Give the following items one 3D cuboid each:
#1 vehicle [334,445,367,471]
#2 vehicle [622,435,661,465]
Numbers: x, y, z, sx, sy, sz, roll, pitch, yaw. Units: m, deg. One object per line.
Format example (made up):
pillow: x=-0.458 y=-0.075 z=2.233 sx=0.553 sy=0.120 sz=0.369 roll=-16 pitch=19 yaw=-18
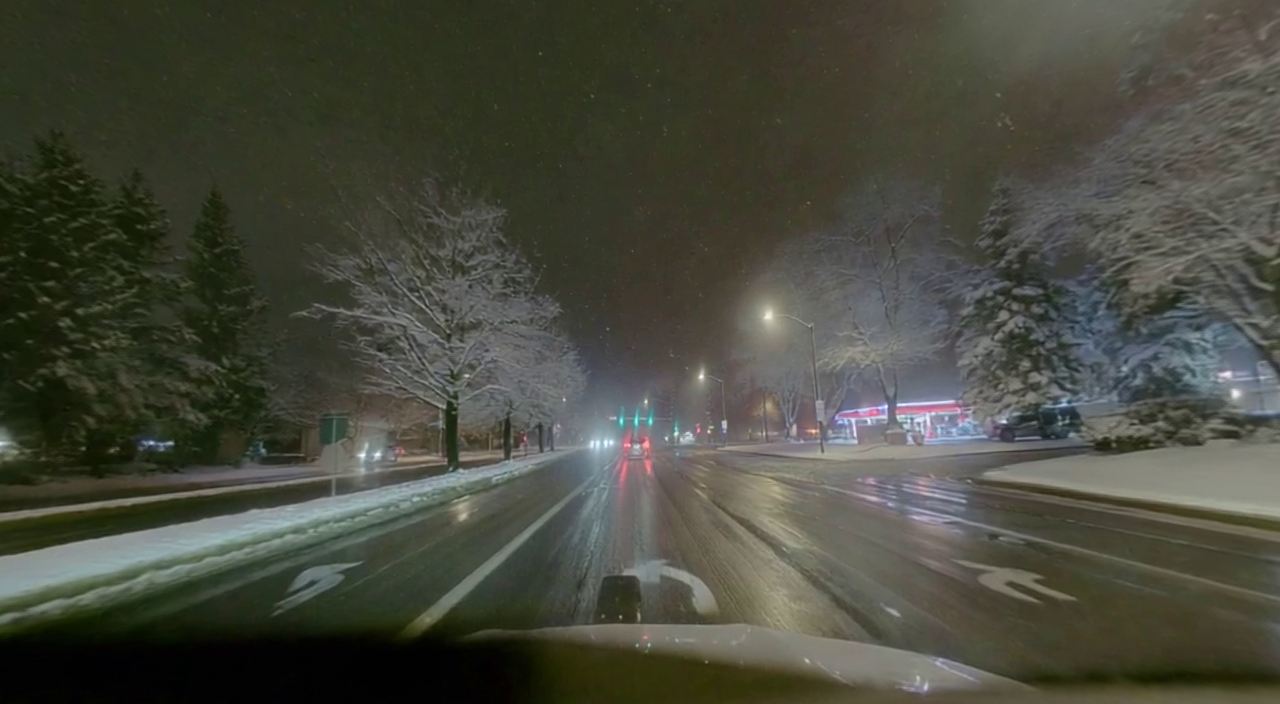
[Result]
vehicle: x=-20.373 y=7.433 z=44.337 sx=1.909 sy=1.720 sz=4.390 roll=3 pitch=-9 yaw=-24
vehicle: x=0.049 y=5.930 z=38.123 sx=2.213 sy=1.715 sz=4.242 roll=0 pitch=-8 yaw=-1
